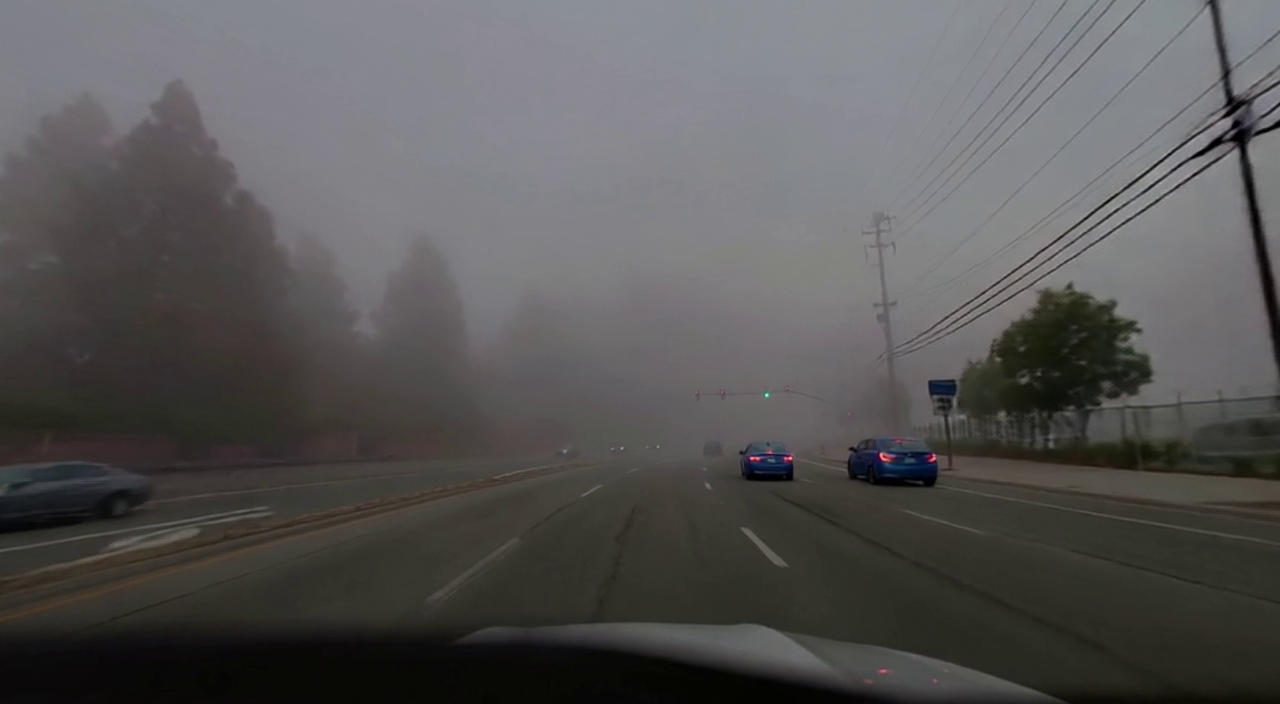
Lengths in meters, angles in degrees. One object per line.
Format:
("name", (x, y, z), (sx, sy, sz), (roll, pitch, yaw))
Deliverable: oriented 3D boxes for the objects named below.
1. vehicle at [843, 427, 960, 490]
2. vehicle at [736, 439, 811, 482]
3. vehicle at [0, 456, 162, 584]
("vehicle", (8.256, 3.410, 20.443), (2.029, 1.795, 4.371), (0, -9, 2))
("vehicle", (4.867, 4.030, 23.748), (2.035, 1.460, 4.392), (-1, -8, 2))
("vehicle", (-9.287, 2.245, 8.565), (2.107, 1.587, 4.514), (0, -9, -1))
